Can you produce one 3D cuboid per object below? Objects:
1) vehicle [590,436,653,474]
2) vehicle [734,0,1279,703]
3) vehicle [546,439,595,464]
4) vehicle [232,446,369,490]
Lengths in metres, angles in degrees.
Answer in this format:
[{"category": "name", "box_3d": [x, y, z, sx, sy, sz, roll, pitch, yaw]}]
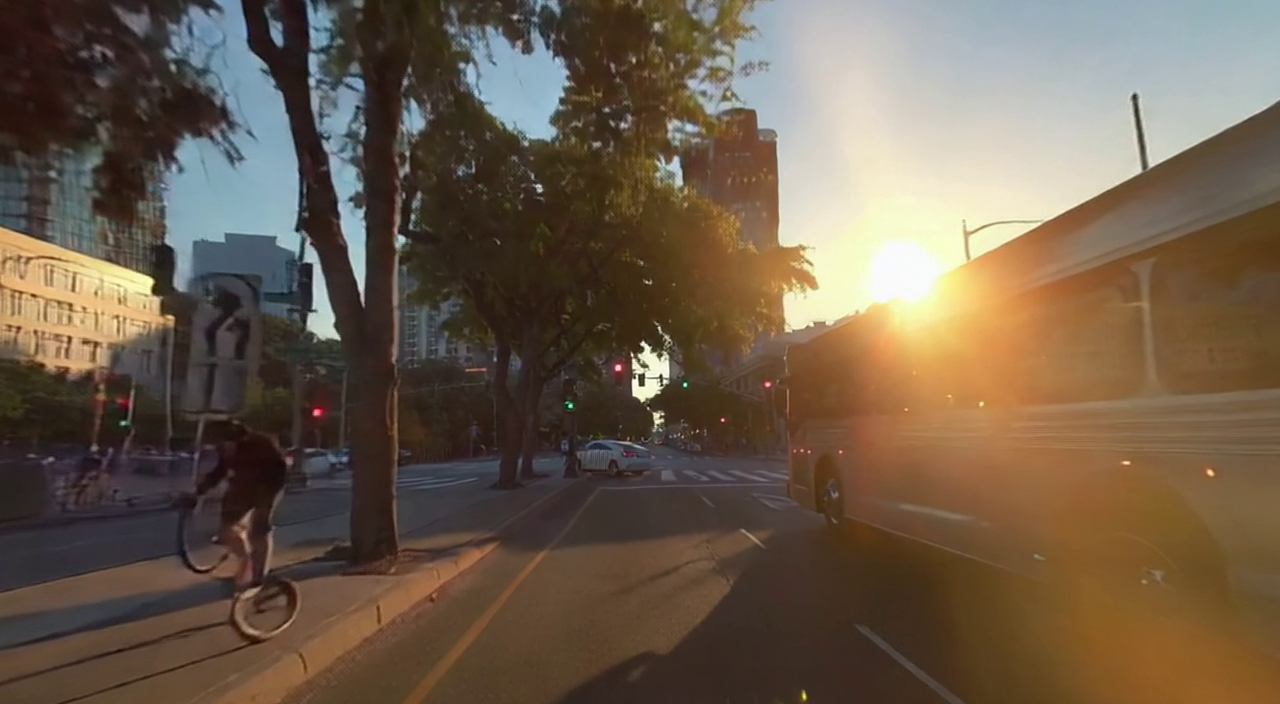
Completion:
[{"category": "vehicle", "box_3d": [-0.914, 4.522, 27.965, 2.123, 1.544, 4.158, 1, -8, -11]}, {"category": "vehicle", "box_3d": [3.318, 0.064, 4.173, 3.250, 3.731, 13.693, 0, -8, 0]}, {"category": "vehicle", "box_3d": [-4.440, 6.250, 39.813, 2.036, 1.467, 3.979, 3, -9, -21]}, {"category": "vehicle", "box_3d": [-13.292, 4.526, 25.030, 1.816, 1.490, 4.417, -6, -9, 29]}]
